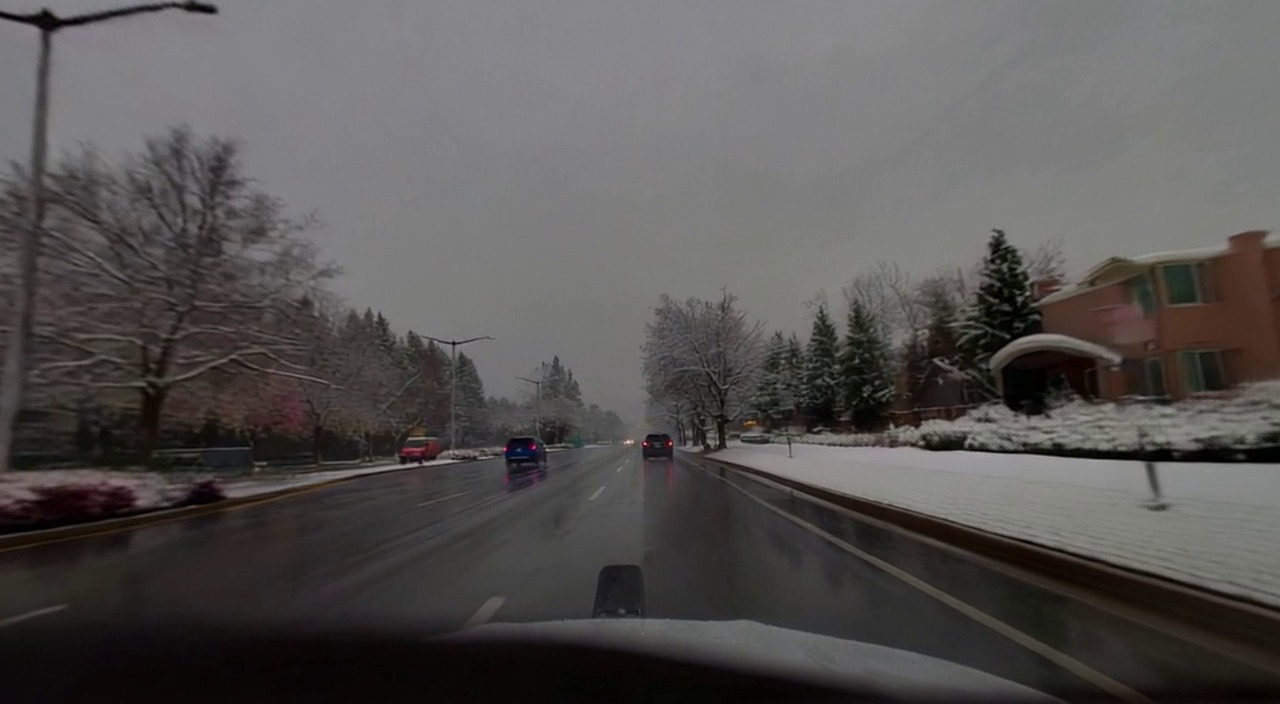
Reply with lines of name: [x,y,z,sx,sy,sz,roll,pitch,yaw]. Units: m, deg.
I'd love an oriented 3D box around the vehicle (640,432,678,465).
vehicle: [1.066,5.633,37.058,2.070,1.764,4.552,0,-8,1]

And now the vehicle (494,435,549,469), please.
vehicle: [-6.222,5.284,33.714,1.993,1.657,4.487,-1,-8,2]
